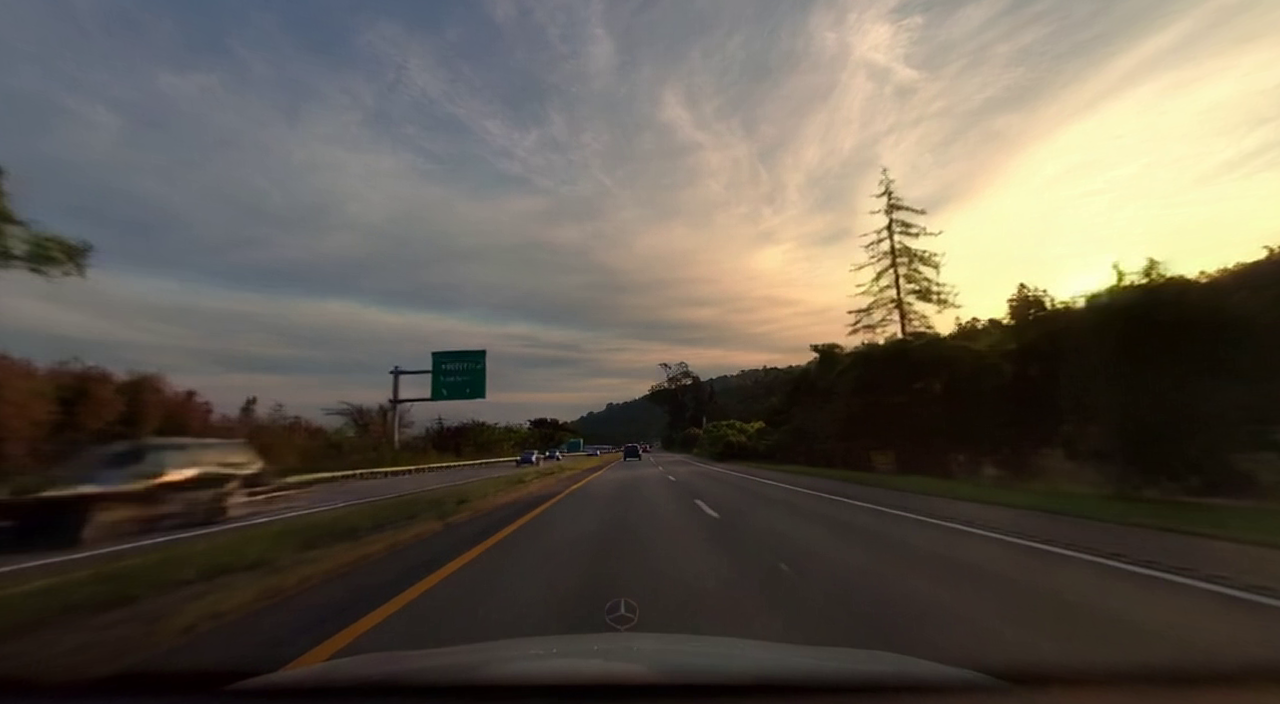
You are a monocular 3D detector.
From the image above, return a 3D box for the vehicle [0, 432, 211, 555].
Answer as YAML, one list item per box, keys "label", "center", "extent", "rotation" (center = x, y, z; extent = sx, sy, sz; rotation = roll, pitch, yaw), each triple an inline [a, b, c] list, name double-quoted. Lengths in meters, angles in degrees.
- label: "vehicle"
  center: [-9.509, 2.137, 9.944]
  extent: [2.016, 1.620, 4.735]
  rotation: [0, -9, 0]
